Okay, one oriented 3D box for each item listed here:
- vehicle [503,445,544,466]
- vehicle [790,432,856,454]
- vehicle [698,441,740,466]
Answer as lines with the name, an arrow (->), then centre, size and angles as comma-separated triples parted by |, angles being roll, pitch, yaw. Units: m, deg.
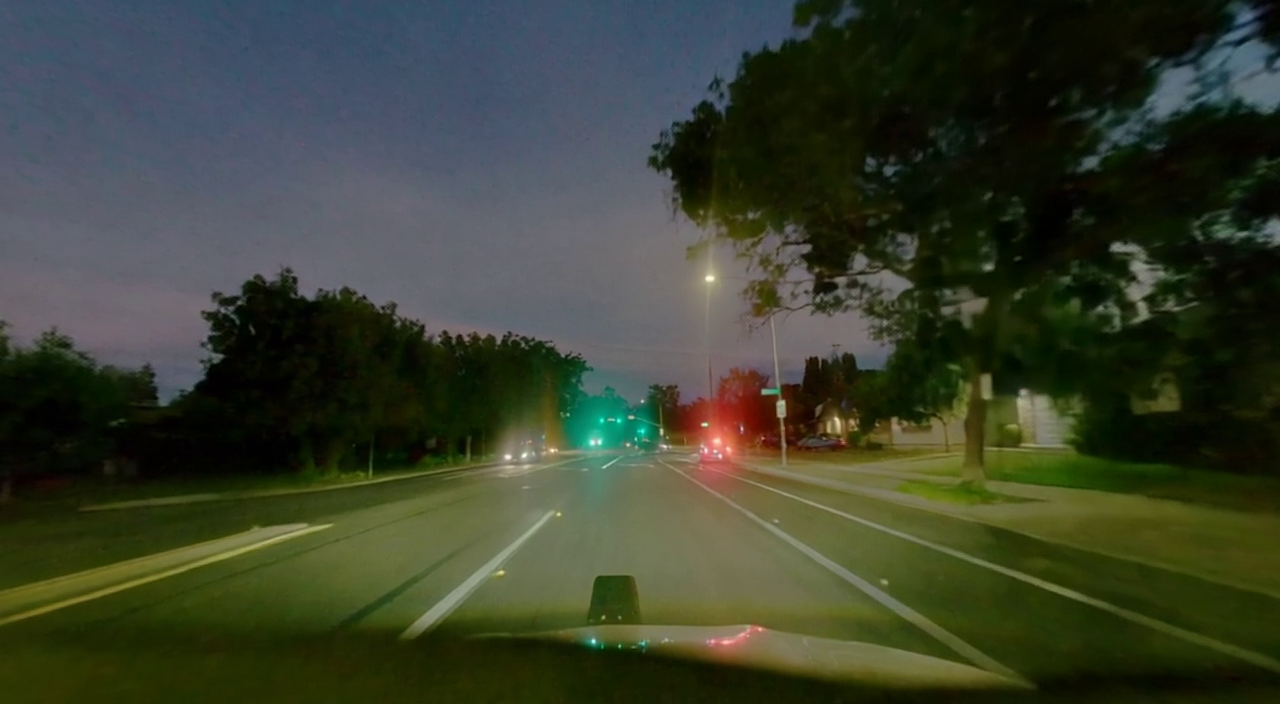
vehicle -> -9.037, 8.037, 49.282 | 2.067, 1.491, 4.807 | -1, -8, 3
vehicle -> 13.148, 6.567, 45.597 | 4.164, 1.470, 1.921 | 0, -6, 2
vehicle -> 4.899, 6.351, 39.744 | 1.917, 1.440, 4.335 | 0, -8, -2
